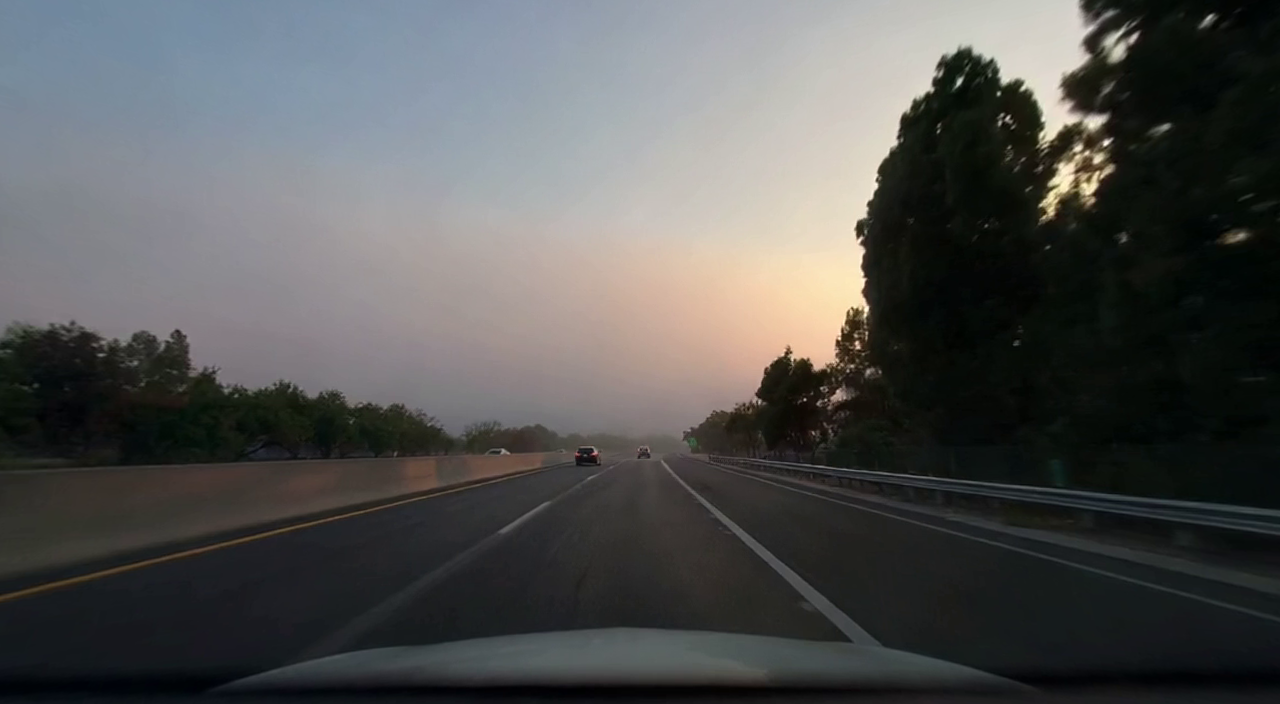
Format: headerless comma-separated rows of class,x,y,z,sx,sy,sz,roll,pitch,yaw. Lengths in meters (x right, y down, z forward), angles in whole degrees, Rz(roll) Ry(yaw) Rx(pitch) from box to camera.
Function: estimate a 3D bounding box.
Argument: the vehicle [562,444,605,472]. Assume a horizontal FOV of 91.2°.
vehicle,-3.522,6.766,40.187,2.268,1.600,4.724,-1,-9,1
